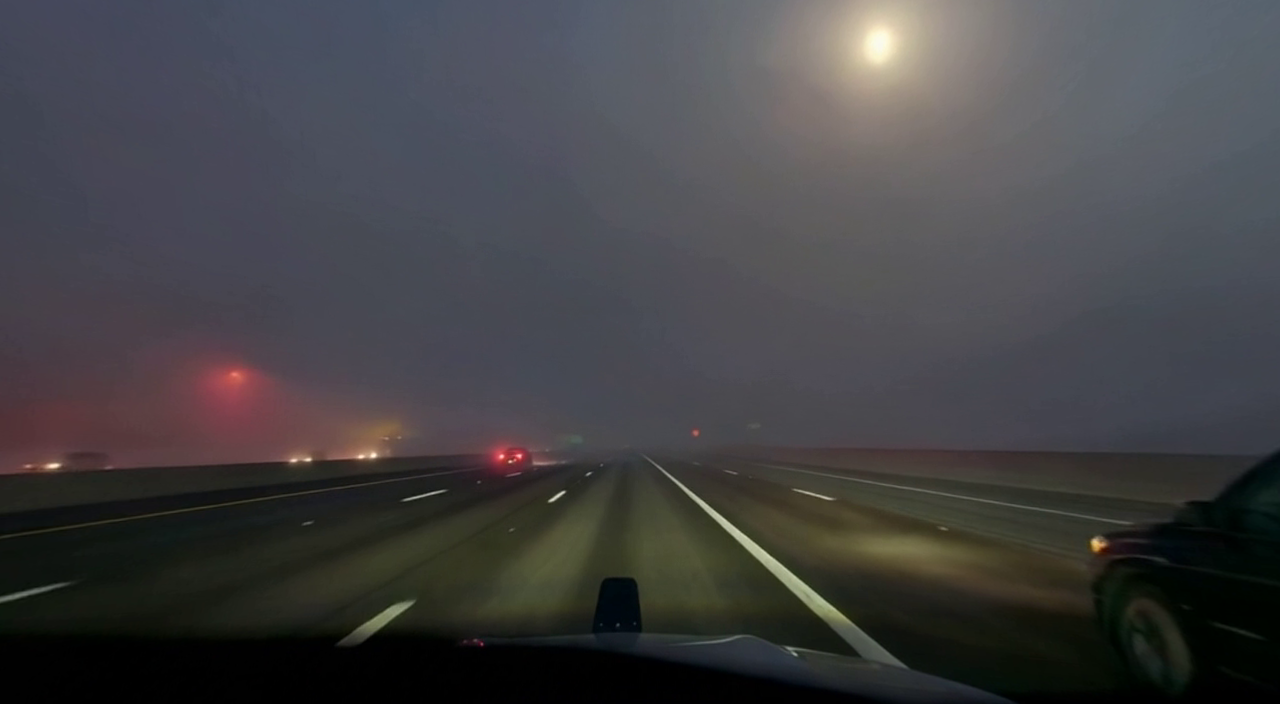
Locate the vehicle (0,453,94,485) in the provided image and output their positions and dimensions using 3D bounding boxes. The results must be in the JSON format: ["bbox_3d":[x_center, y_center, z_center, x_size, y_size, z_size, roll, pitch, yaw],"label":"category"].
[{"bbox_3d":[-39.182,7.557,41.080,2.079,1.830,5.811,0,-8,0],"label":"vehicle"}]

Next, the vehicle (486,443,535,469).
[{"bbox_3d":[-8.063,6.532,39.863,2.005,1.545,4.874,0,-8,0],"label":"vehicle"}]

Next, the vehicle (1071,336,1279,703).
[{"bbox_3d":[3.637,0.620,1.382,2.103,1.694,4.628,0,-8,0],"label":"vehicle"}]
